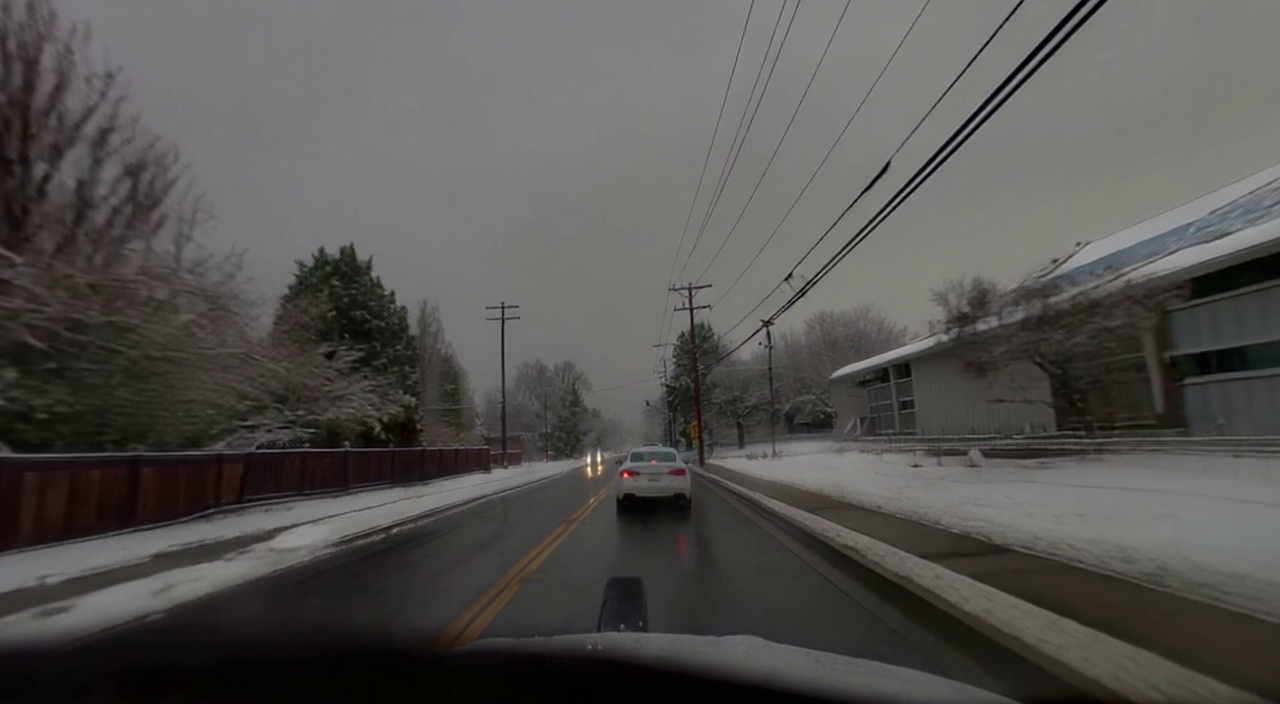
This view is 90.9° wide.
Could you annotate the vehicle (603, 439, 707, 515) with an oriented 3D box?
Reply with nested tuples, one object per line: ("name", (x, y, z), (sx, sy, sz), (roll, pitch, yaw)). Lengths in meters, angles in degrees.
("vehicle", (0.281, 2.766, 14.511), (2.060, 1.487, 3.920), (0, -8, 0))
